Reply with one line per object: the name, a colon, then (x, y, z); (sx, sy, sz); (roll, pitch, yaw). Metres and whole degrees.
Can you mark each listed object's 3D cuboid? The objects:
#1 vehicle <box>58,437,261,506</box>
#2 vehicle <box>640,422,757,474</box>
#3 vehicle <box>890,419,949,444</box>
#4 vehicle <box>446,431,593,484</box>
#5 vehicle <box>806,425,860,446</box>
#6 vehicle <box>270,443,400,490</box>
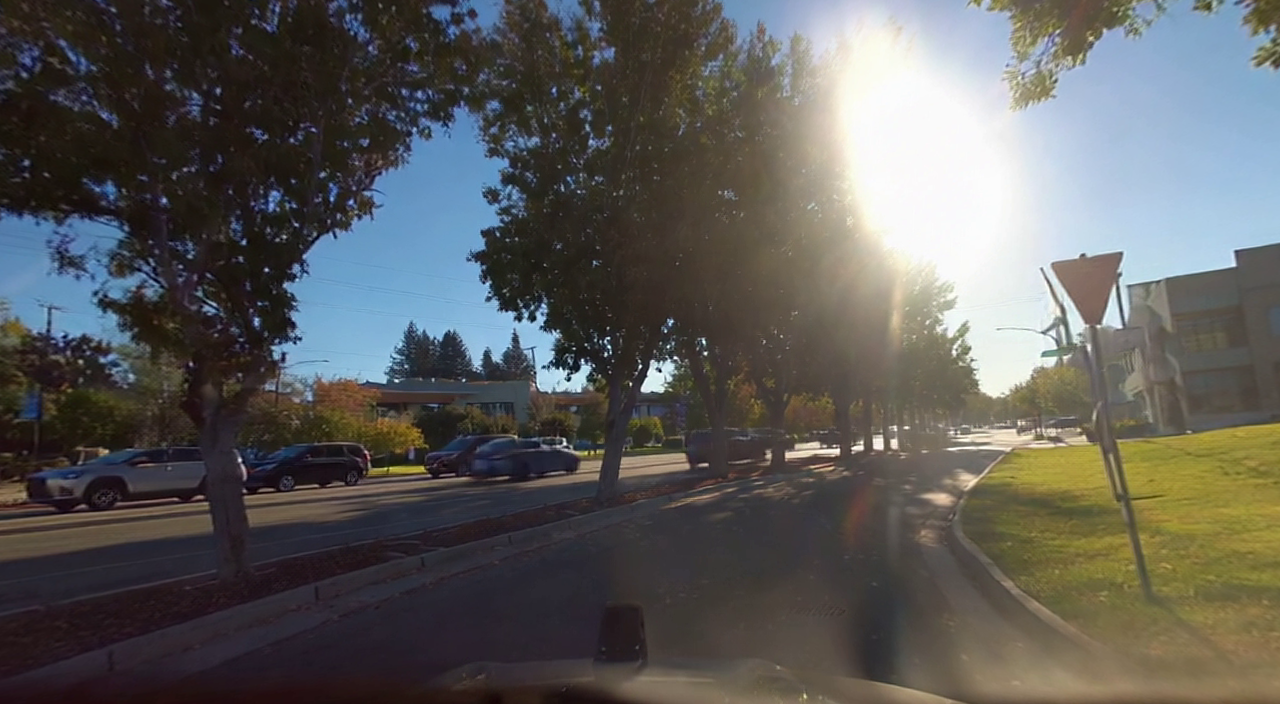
vehicle: (-15.847, 3.891, 21.146); (2.294, 2.000, 4.788); (-7, -10, 33)
vehicle: (2.463, 3.782, 25.303); (1.954, 1.639, 5.229); (-9, -8, 39)
vehicle: (20.249, 5.771, 45.640); (2.201, 1.574, 5.060); (-11, -13, 42)
vehicle: (-4.196, 3.753, 22.778); (2.183, 1.651, 4.928); (-8, -11, 38)
vehicle: (15.035, 6.497, 49.047); (2.146, 1.555, 4.810); (-8, -11, 41)
vehicle: (-12.396, 4.607, 25.918); (1.904, 1.719, 4.326); (-6, -10, 37)
